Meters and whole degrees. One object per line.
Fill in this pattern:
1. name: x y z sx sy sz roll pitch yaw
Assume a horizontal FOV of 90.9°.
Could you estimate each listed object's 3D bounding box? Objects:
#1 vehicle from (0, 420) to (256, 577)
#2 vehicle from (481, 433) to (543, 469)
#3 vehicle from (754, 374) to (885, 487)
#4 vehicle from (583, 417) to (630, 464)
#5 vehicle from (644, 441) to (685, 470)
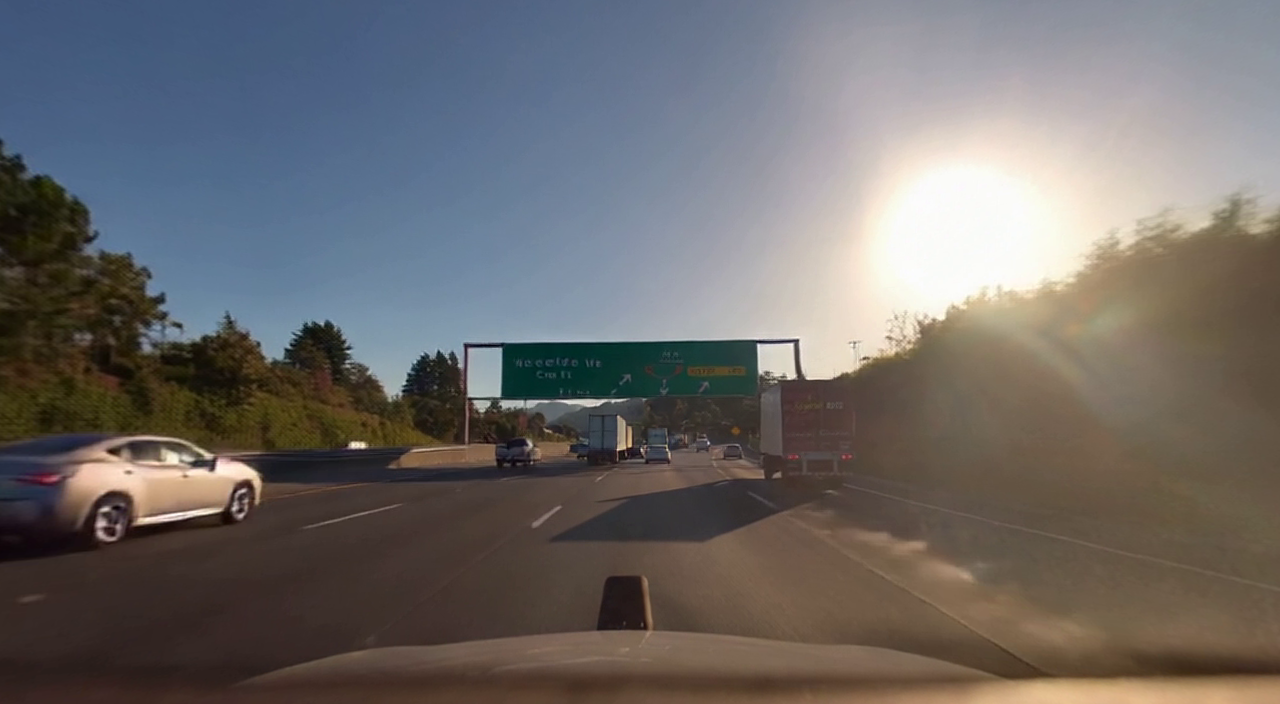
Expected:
1. vehicle: -7.075 1.632 7.572 1.950 1.485 4.589 0 -9 1
2. vehicle: -7.010 5.508 35.193 2.272 1.850 5.156 0 -9 2
3. vehicle: 6.261 2.997 23.461 2.895 3.484 7.631 0 -9 3
4. vehicle: -2.304 6.494 46.171 2.745 3.156 7.608 0 -9 3
5. vehicle: 1.270 5.638 34.550 2.105 1.502 4.068 0 -9 1
